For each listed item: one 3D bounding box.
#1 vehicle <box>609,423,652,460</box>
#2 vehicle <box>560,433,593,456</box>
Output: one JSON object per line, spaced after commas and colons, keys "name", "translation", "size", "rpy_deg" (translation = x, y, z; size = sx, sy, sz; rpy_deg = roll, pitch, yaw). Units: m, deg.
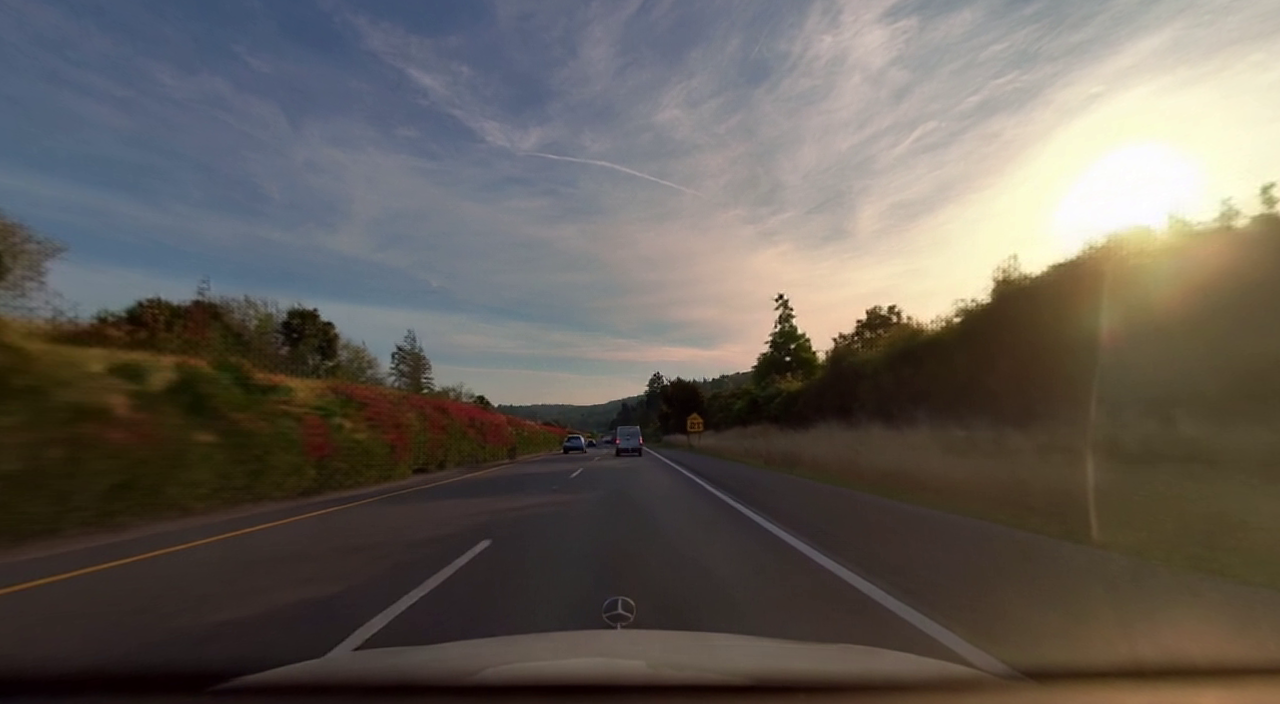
{"name": "vehicle", "translation": [-0.545, 5.011, 35.257], "size": [2.223, 1.957, 4.416], "rpy_deg": [0, -8, -1]}
{"name": "vehicle", "translation": [-4.636, 6.802, 46.393], "size": [2.062, 1.567, 4.117], "rpy_deg": [0, -8, -1]}
